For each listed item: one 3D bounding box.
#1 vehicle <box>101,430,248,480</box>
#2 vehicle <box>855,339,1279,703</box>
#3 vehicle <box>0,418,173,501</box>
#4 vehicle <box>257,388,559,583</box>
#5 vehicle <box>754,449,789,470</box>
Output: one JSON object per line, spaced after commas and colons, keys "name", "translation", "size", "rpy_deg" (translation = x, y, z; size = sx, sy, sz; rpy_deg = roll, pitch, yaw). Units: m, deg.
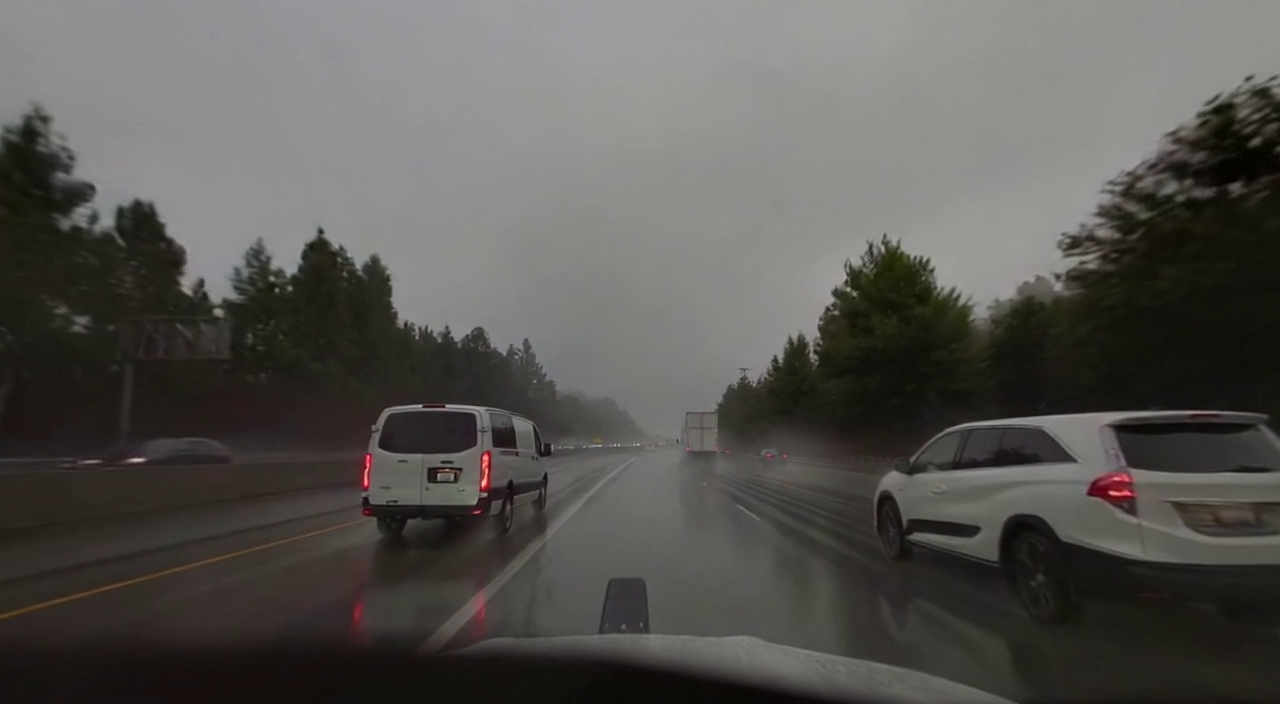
{"name": "vehicle", "translation": [-17.913, 3.983, 24.680], "size": [1.925, 1.719, 5.092], "rpy_deg": [0, -8, -1]}
{"name": "vehicle", "translation": [3.771, 1.205, 5.270], "size": [2.209, 1.862, 4.717], "rpy_deg": [0, -8, -1]}
{"name": "vehicle", "translation": [-15.243, 2.770, 16.614], "size": [1.979, 1.846, 4.934], "rpy_deg": [0, -8, 1]}
{"name": "vehicle", "translation": [-2.650, 1.712, 9.000], "size": [2.159, 1.922, 5.345], "rpy_deg": [0, -8, 1]}
{"name": "vehicle", "translation": [9.956, 8.168, 48.099], "size": [1.929, 1.470, 4.466], "rpy_deg": [0, -8, 3]}
